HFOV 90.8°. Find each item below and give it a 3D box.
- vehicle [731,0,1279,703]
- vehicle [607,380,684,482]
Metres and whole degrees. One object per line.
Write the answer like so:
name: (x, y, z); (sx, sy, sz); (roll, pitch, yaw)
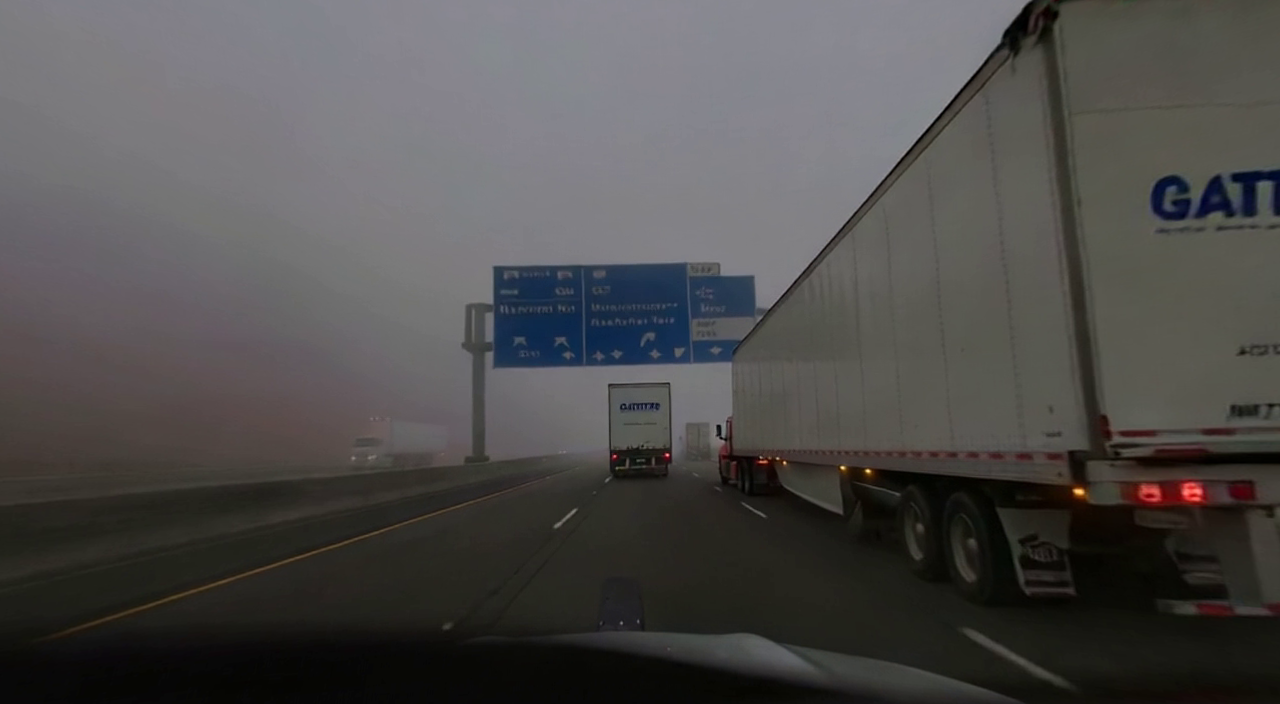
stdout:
vehicle: (4.162, 0.782, 10.311); (3.044, 4.128, 14.482); (0, -9, -1)
vehicle: (0.195, 3.692, 28.534); (2.864, 3.805, 9.709); (0, -9, 0)
